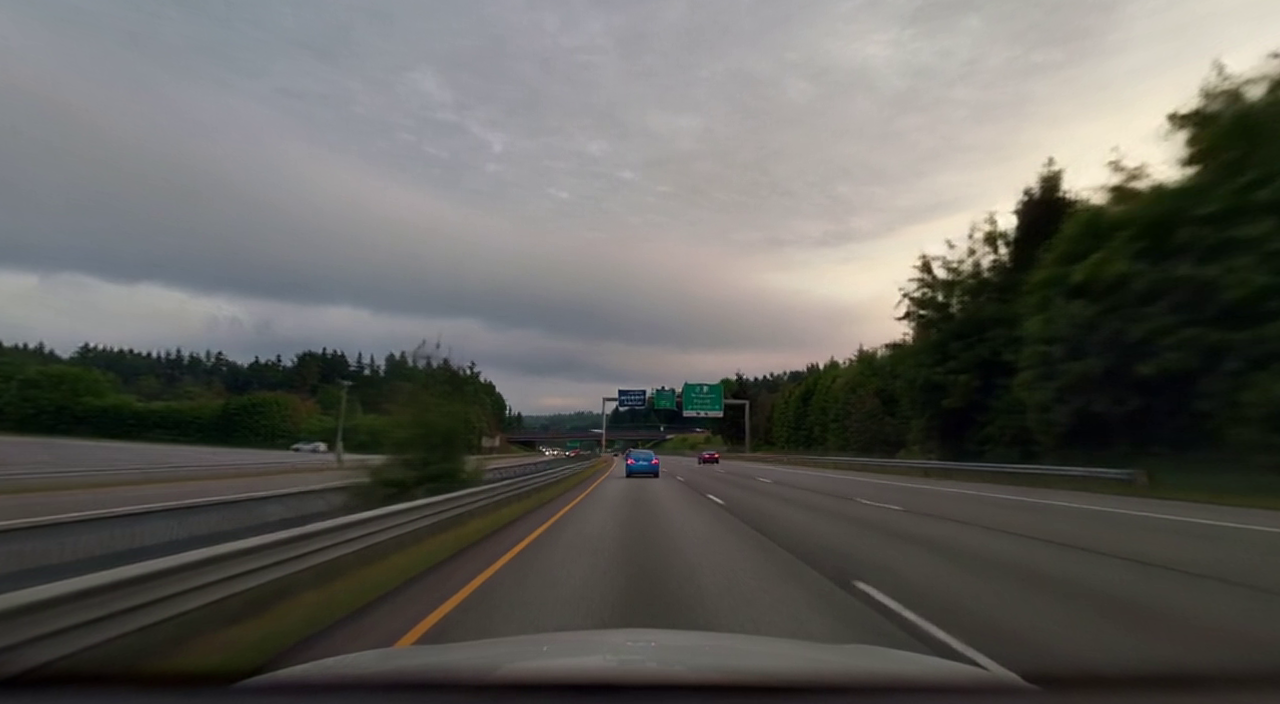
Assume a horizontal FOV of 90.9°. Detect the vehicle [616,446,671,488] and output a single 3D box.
[{"bbox_3d":[0.089,4.602,25.581,2.069,1.523,4.012,0,-9,-1],"label":"vehicle"}]
